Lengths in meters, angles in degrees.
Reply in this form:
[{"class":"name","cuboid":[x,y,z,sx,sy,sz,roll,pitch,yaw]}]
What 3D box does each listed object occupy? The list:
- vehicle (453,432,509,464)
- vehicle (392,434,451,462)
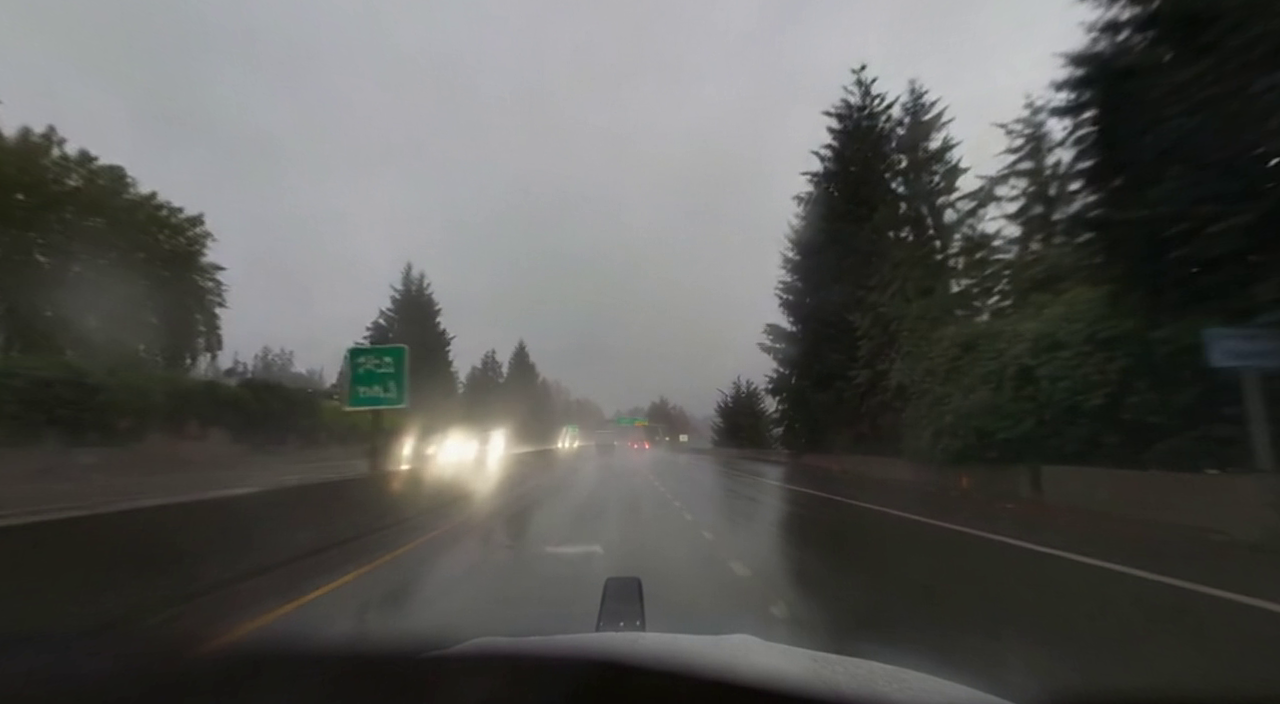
[{"class":"vehicle","cuboid":[-8.209,5.011,32.913,1.987,1.540,4.027,0,-8,-2]},{"class":"vehicle","cuboid":[-12.468,5.530,36.190,1.911,1.494,4.445,0,-8,-2]}]
